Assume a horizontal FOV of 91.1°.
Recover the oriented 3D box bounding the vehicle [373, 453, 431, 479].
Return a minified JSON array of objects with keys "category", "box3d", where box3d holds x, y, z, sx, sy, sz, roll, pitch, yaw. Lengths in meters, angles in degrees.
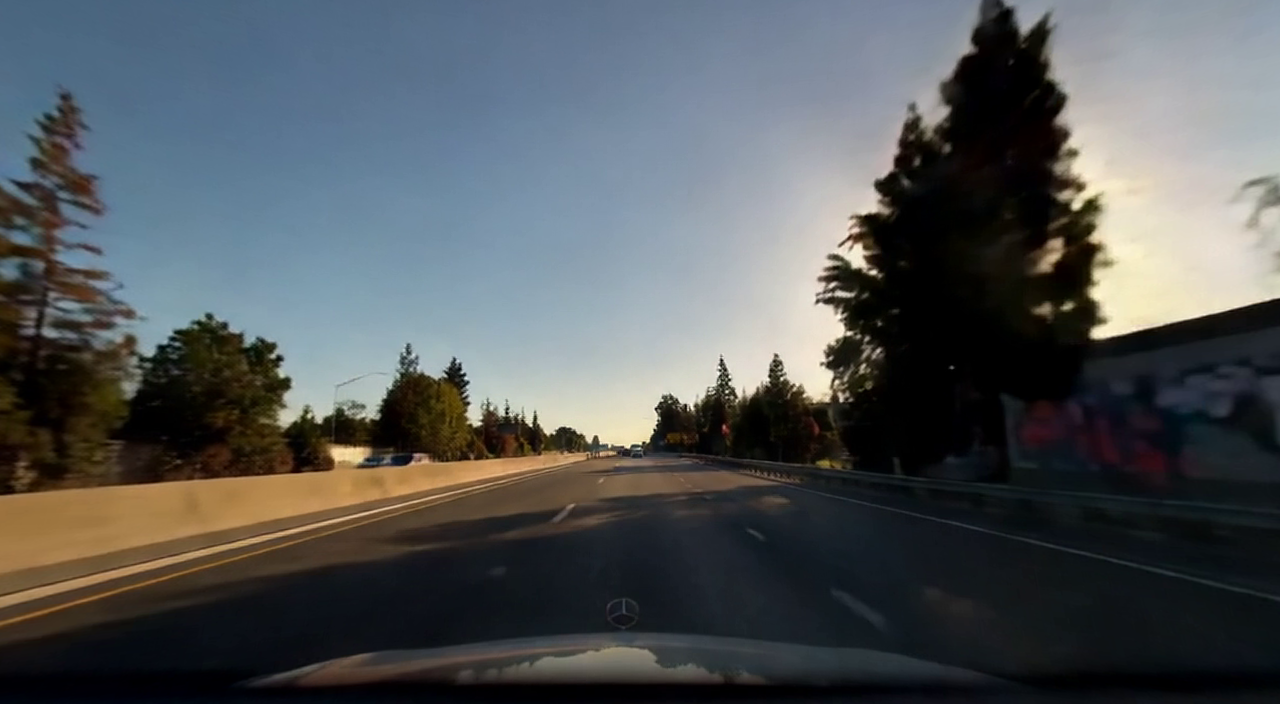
[{"category":"vehicle","box3d":[-14.462,6.953,38.451,1.863,1.436,4.463,0,-9,-1]}]
